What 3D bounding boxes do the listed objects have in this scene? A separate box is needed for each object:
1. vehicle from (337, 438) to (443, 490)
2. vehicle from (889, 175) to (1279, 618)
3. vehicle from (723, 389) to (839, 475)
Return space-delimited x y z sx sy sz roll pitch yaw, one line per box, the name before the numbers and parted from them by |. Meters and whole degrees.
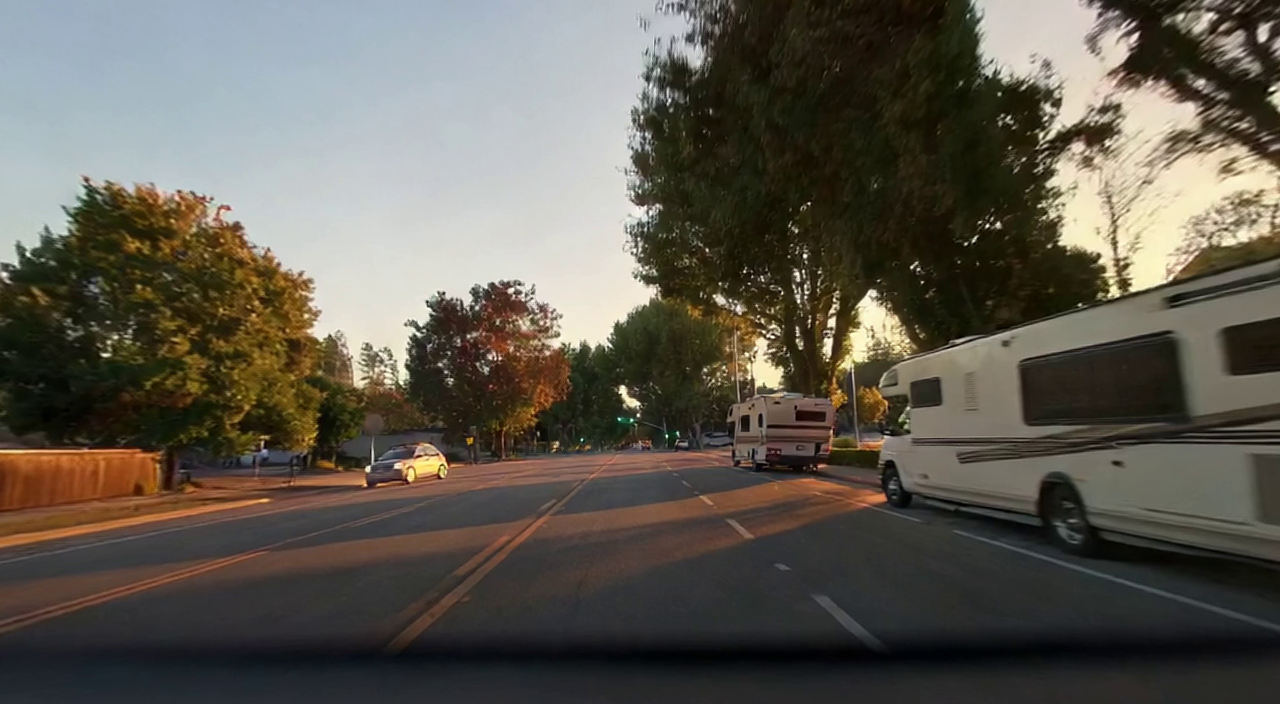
vehicle | -9.944 4.466 25.658 2.391 1.843 4.764 -2 -8 -1
vehicle | 6.151 0.828 8.047 2.818 3.236 7.567 0 -8 0
vehicle | 6.046 3.781 29.086 2.944 3.252 9.712 0 -9 -1
